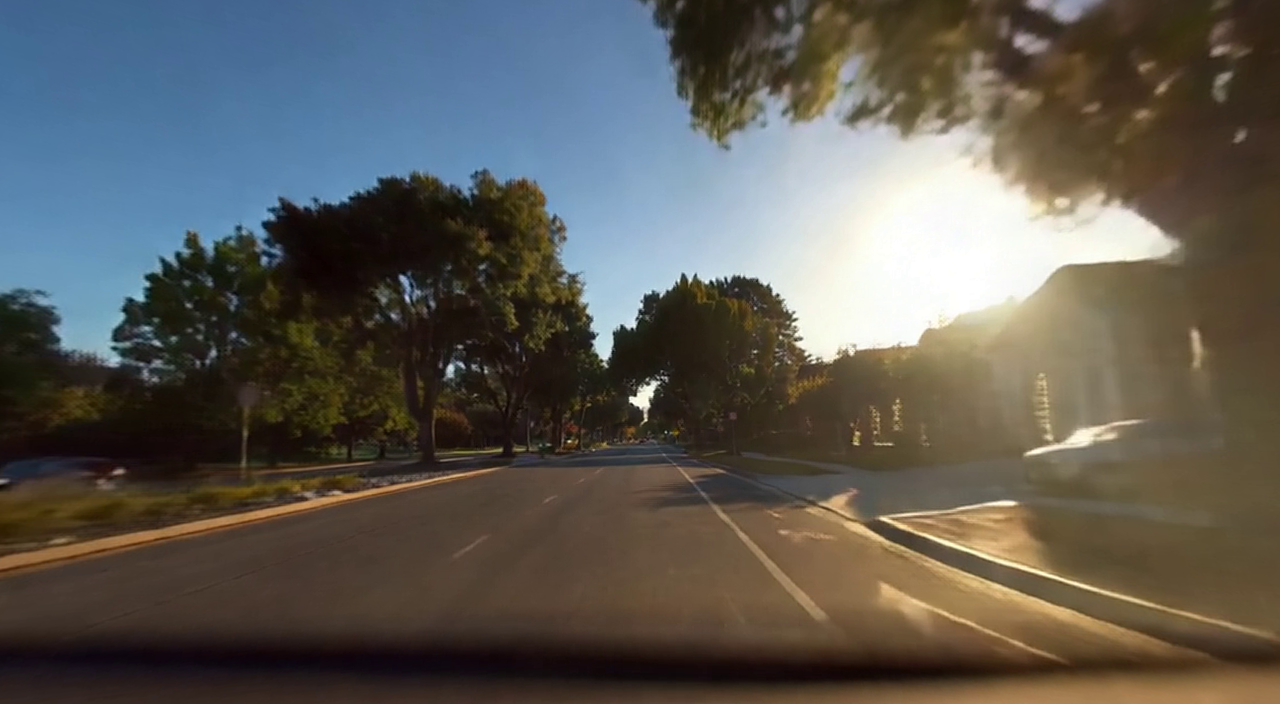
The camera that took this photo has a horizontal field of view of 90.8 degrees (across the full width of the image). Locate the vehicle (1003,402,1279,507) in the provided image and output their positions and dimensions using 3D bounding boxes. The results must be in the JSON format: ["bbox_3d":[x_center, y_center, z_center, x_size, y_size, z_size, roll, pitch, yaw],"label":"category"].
[{"bbox_3d":[10.140,1.946,12.482,2.199,1.661,4.495,3,-8,-31],"label":"vehicle"}]

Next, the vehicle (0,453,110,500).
[{"bbox_3d":[-22.275,4.453,22.836,1.989,1.477,4.760,0,-8,1],"label":"vehicle"}]
